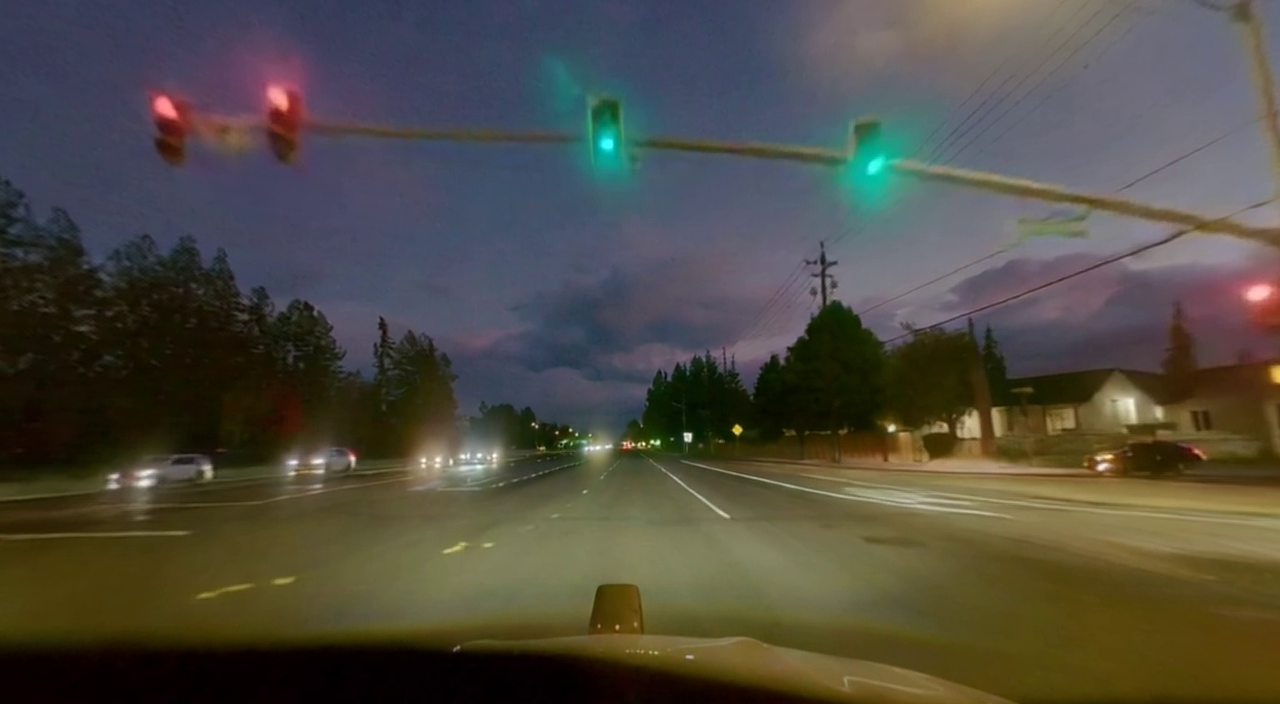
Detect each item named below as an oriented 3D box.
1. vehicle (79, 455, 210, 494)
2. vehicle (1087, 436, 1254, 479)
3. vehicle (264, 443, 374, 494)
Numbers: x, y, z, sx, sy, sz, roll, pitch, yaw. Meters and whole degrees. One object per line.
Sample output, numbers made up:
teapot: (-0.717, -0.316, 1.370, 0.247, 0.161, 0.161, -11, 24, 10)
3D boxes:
vehicle: (-21.649, 5.345, 27.900, 2.002, 1.489, 4.734, 0, -9, -1)
vehicle: (19.792, 3.925, 23.757, 1.842, 1.454, 4.439, 7, -11, -40)
vehicle: (-11.848, 4.285, 23.708, 1.912, 1.509, 4.425, -4, -7, -1)
